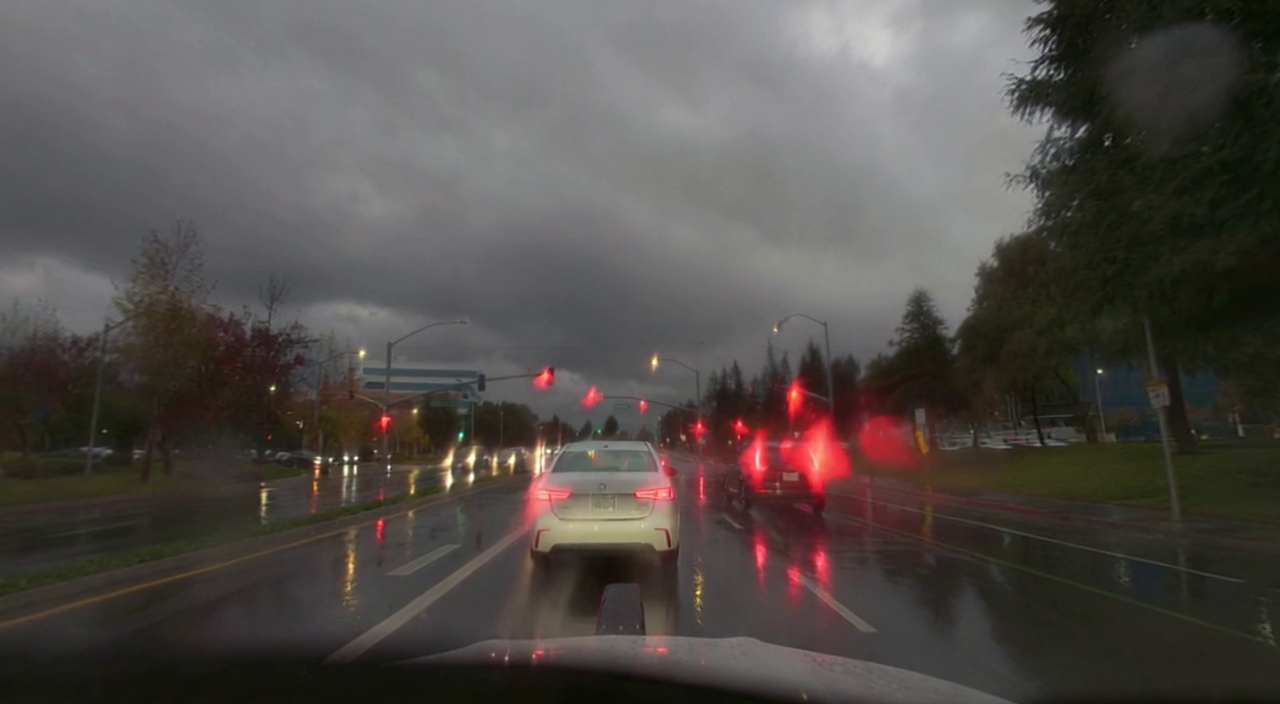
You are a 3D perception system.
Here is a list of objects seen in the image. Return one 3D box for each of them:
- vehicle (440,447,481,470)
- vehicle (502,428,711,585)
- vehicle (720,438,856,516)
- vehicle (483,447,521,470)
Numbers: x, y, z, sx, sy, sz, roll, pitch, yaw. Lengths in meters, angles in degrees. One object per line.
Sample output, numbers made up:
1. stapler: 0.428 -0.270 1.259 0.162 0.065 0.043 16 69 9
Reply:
1. vehicle: -13.767 8.185 48.825 1.985 1.689 4.461 0 -9 -2
2. vehicle: -0.355 1.760 7.944 2.006 1.487 3.535 0 -9 -1
3. vehicle: 3.133 2.725 14.333 1.910 1.474 4.263 0 -9 -2
4. vehicle: -9.391 7.288 43.410 1.824 1.513 4.254 0 -9 -2
